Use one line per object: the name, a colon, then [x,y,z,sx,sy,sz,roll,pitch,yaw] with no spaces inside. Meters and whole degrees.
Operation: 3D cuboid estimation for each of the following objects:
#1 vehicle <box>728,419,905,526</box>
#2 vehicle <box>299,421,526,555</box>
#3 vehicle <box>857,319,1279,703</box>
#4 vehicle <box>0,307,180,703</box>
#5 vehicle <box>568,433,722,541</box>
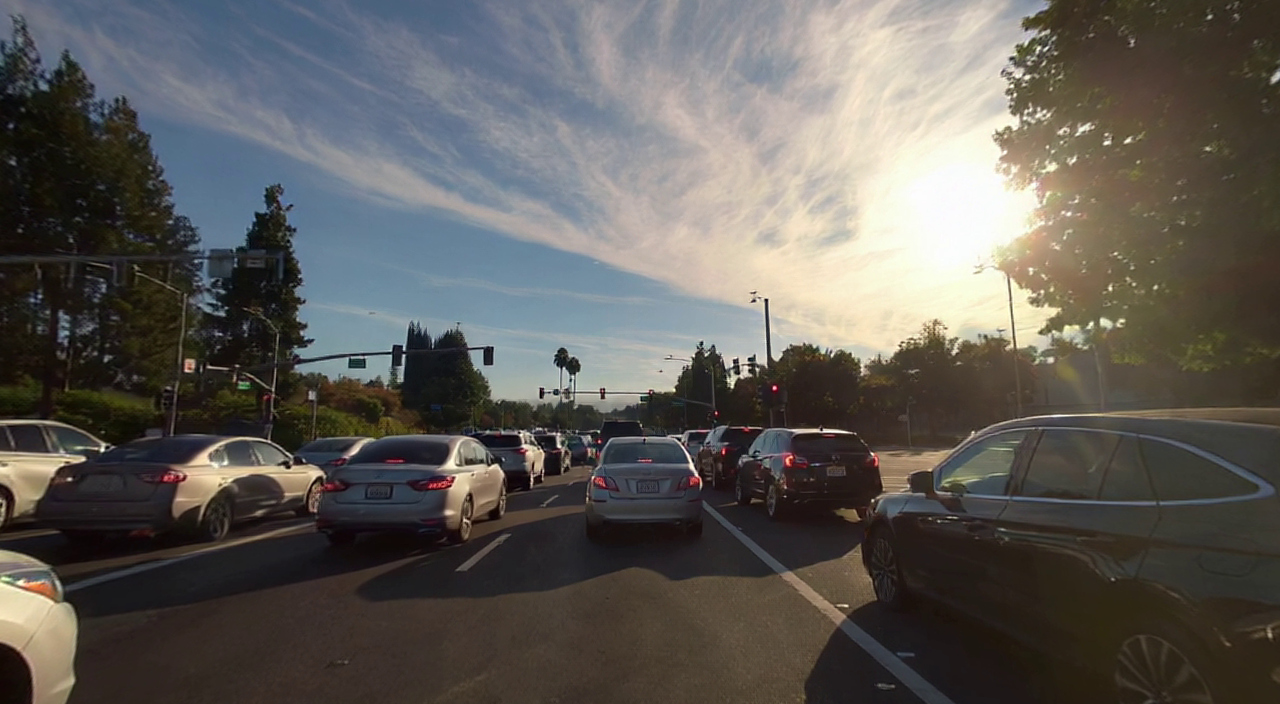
vehicle: [3.082,2.199,12.048,2.106,1.667,4.101,0,-8,-1]
vehicle: [-3.063,1.915,9.613,1.896,1.546,4.378,0,-8,-1]
vehicle: [3.150,0.980,3.746,2.074,1.685,4.387,0,-8,-1]
vehicle: [-3.208,0.499,0.616,2.079,1.756,4.676,0,-8,-2]
vehicle: [-0.003,2.098,10.424,2.076,1.438,3.770,0,-8,-2]
